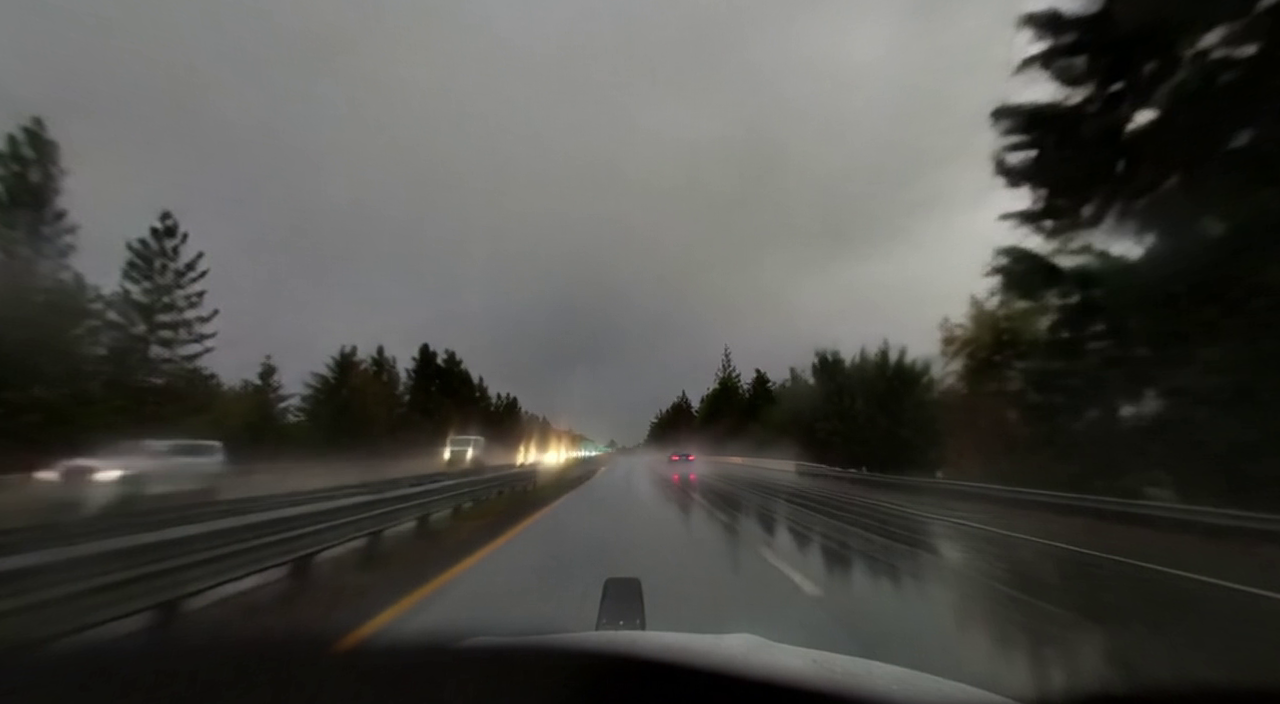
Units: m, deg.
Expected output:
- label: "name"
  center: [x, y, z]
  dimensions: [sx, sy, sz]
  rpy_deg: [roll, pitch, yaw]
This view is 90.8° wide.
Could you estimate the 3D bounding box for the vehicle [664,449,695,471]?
- label: "vehicle"
  center: [2.831, 7.868, 45.974]
  dimensions: [1.870, 1.486, 3.858]
  rpy_deg: [0, -9, -2]
